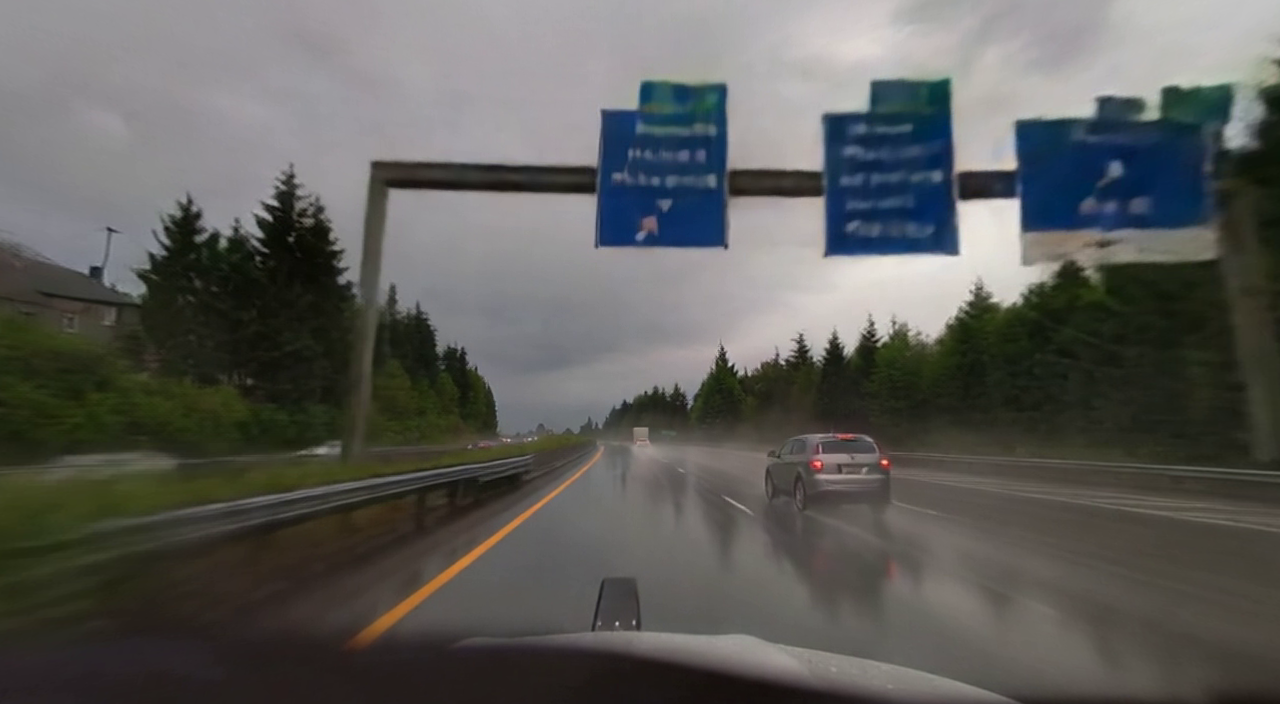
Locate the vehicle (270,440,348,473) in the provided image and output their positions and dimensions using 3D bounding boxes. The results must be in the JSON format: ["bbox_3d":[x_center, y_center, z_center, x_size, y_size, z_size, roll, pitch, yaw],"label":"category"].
[{"bbox_3d":[-18.070,5.680,34.660,1.962,1.680,4.392,0,-8,-2],"label":"vehicle"}]

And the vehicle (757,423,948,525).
[{"bbox_3d":[3.622,2.145,11.704,1.958,1.526,4.227,0,-8,-2],"label":"vehicle"}]

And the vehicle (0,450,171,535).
[{"bbox_3d":[-13.344,3.056,14.387,1.922,1.530,4.422,0,-8,-1],"label":"vehicle"}]
